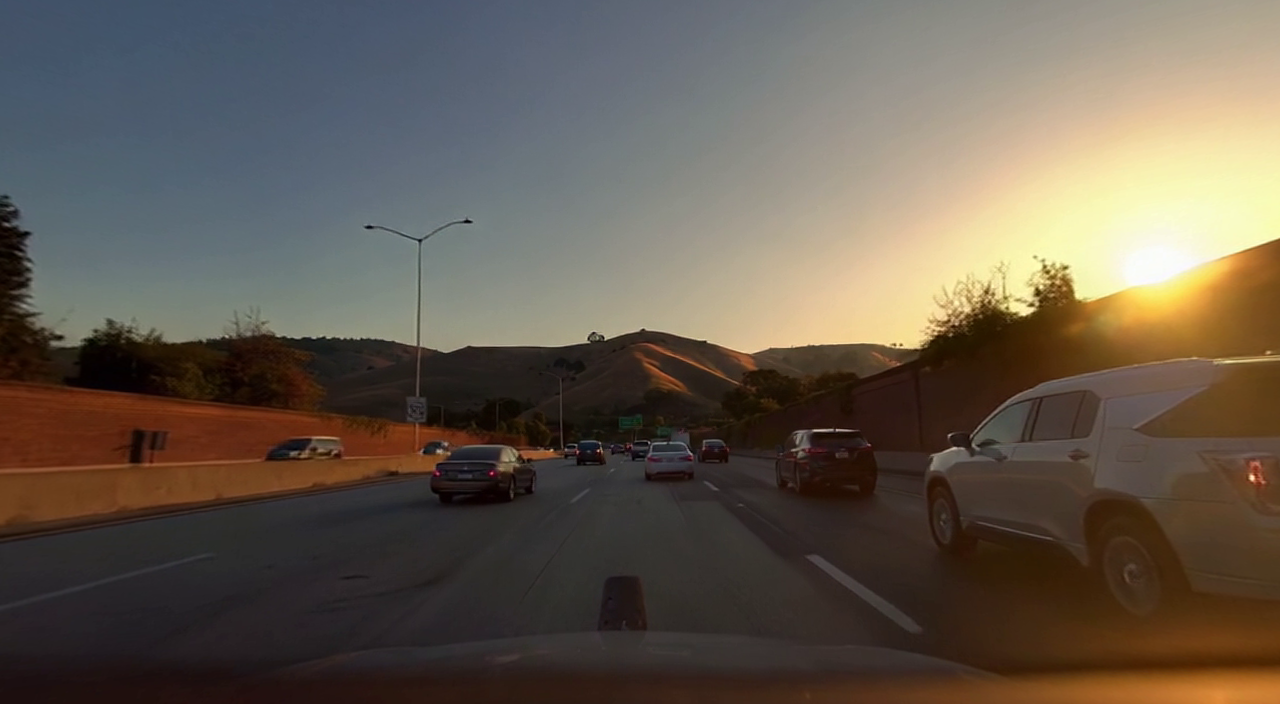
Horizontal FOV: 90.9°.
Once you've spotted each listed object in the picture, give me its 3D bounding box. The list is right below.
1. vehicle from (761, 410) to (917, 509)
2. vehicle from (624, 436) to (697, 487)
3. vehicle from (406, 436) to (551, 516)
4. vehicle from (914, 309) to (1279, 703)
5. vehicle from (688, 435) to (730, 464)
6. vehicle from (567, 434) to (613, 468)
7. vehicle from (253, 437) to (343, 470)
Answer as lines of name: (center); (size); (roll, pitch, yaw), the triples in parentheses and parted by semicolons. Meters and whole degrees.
vehicle: (4.254, 2.380, 14.399); (1.970, 1.872, 4.575); (0, -8, -1)
vehicle: (0.582, 3.494, 20.455); (2.105, 1.471, 3.978); (0, -8, 0)
vehicle: (-3.285, 2.602, 13.819); (1.961, 1.456, 4.362); (0, -8, 1)
vehicle: (3.753, 0.941, 4.142); (1.930, 1.831, 4.344); (0, -8, 0)
vehicle: (3.764, 5.395, 35.041); (1.855, 1.513, 3.915); (0, -8, 0)
vehicle: (-2.822, 5.732, 36.672); (2.154, 1.793, 4.736); (0, -8, 2)
vehicle: (-21.898, 6.511, 40.760); (2.448, 1.955, 6.132); (0, -8, -1)
